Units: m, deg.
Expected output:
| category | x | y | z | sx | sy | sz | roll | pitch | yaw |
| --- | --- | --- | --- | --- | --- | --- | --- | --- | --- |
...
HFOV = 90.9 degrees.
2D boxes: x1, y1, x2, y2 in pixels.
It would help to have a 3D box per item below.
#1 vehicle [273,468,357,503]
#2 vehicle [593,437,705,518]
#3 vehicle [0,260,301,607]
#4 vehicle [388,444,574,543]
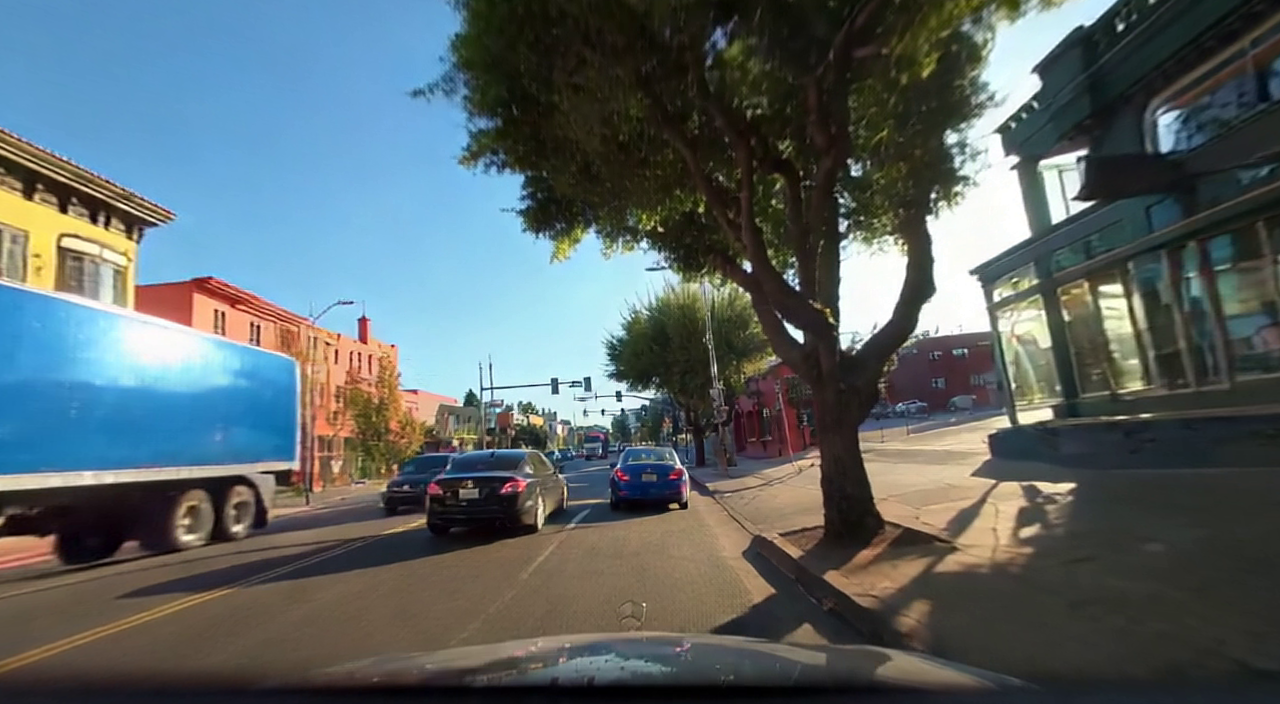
| category | x | y | z | sx | sy | sz | roll | pitch | yaw |
| --- | --- | --- | --- | --- | --- | --- | --- | --- | --- |
| vehicle | -17.110 | 6.954 | 33.095 | 4.584 | 1.504 | 2.124 | -7 | -10 | 38 |
| vehicle | 0.177 | 2.618 | 13.755 | 2.094 | 1.478 | 3.922 | 0 | -8 | 0 |
| vehicle | -8.802 | 0.965 | 7.401 | 2.986 | 3.933 | 11.600 | 0 | -8 | 1 |
| vehicle | -2.624 | 2.468 | 11.821 | 2.099 | 1.424 | 4.843 | -1 | -8 | 2 |
